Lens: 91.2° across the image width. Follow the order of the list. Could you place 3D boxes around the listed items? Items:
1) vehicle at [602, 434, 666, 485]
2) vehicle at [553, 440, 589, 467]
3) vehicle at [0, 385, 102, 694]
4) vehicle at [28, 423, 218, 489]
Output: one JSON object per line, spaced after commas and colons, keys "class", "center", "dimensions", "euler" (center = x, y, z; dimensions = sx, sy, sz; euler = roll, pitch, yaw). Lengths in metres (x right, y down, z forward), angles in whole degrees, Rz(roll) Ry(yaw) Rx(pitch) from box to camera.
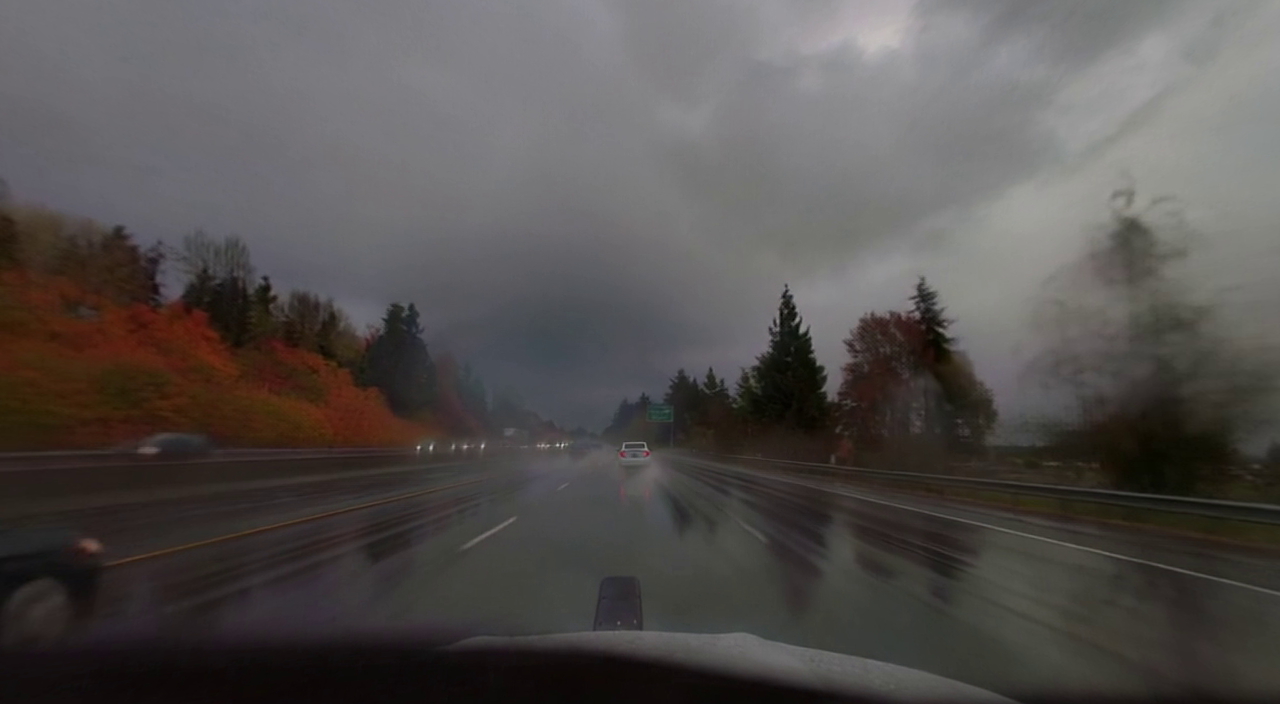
{"class": "vehicle", "center": [-0.227, 3.888, 22.845], "dimensions": [2.115, 1.661, 4.049], "euler": [0, -9, -1]}
{"class": "vehicle", "center": [-4.737, 7.058, 43.639], "dimensions": [1.974, 1.688, 4.727], "euler": [0, -9, -1]}
{"class": "vehicle", "center": [-4.332, 0.708, 1.459], "dimensions": [1.931, 1.603, 4.739], "euler": [-1, -9, 0]}
{"class": "vehicle", "center": [-13.565, 2.773, 16.846], "dimensions": [1.800, 1.517, 4.110], "euler": [0, -9, -5]}
